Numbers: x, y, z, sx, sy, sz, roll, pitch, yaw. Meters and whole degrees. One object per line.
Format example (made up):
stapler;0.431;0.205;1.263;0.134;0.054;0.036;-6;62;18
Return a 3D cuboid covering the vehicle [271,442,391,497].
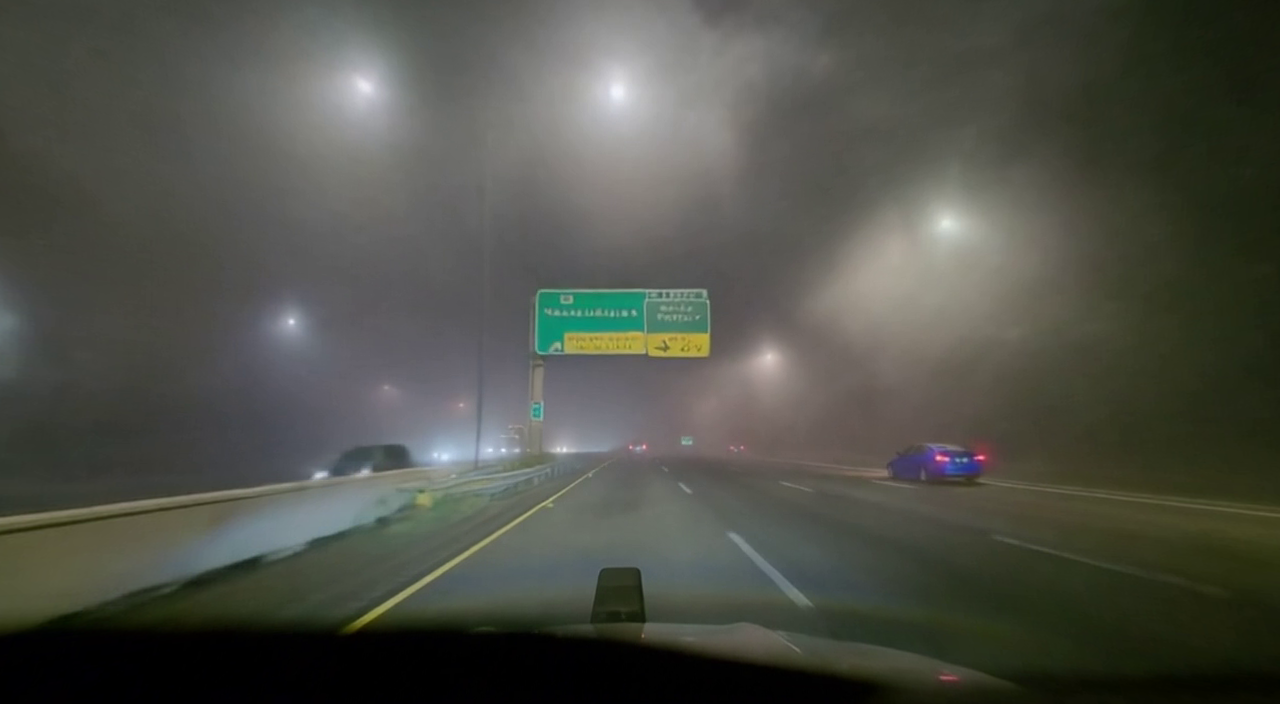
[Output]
vehicle;-10.479;3.963;21.808;2.153;1.664;3.881;0;-8;0

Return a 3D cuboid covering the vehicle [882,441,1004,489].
vehicle;10.671;3.964;22.734;2.024;1.481;4.747;0;-8;0
